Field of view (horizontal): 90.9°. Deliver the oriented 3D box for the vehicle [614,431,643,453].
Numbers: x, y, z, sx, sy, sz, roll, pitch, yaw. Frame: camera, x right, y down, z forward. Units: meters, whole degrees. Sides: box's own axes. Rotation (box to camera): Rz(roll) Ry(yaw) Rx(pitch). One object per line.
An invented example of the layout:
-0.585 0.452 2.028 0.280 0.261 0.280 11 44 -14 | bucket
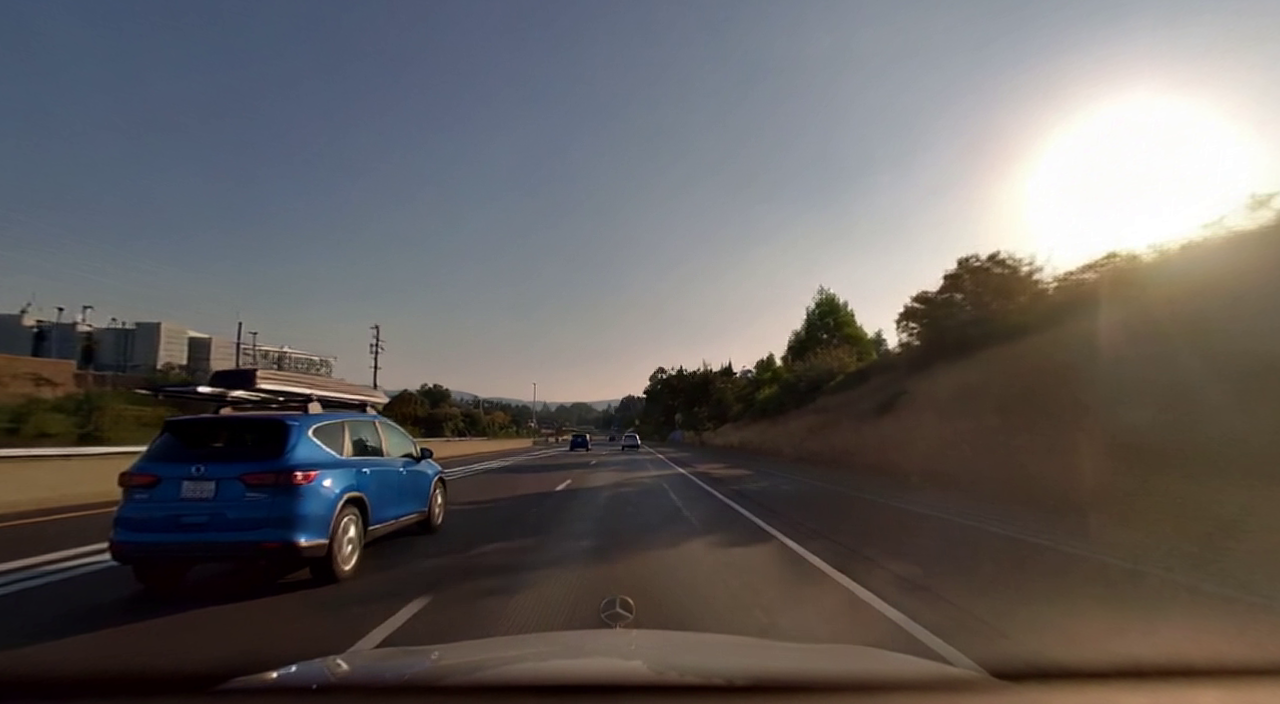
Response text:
-0.875 6.891 48.458 2.151 1.618 3.898 0 -8 -1 | vehicle
